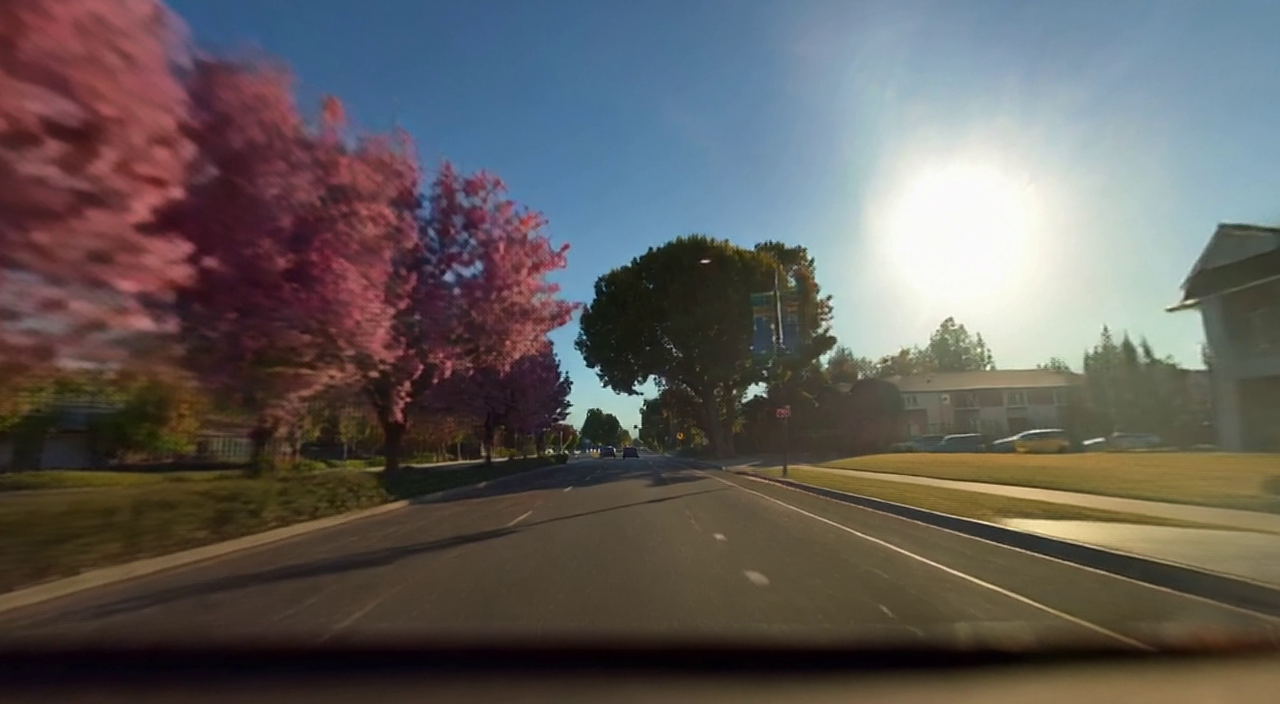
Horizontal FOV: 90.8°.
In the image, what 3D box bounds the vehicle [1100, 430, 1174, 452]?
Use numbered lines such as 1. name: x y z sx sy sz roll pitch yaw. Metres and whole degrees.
1. vehicle: 36.441 6.530 46.489 1.830 1.515 4.462 0 -8 1
